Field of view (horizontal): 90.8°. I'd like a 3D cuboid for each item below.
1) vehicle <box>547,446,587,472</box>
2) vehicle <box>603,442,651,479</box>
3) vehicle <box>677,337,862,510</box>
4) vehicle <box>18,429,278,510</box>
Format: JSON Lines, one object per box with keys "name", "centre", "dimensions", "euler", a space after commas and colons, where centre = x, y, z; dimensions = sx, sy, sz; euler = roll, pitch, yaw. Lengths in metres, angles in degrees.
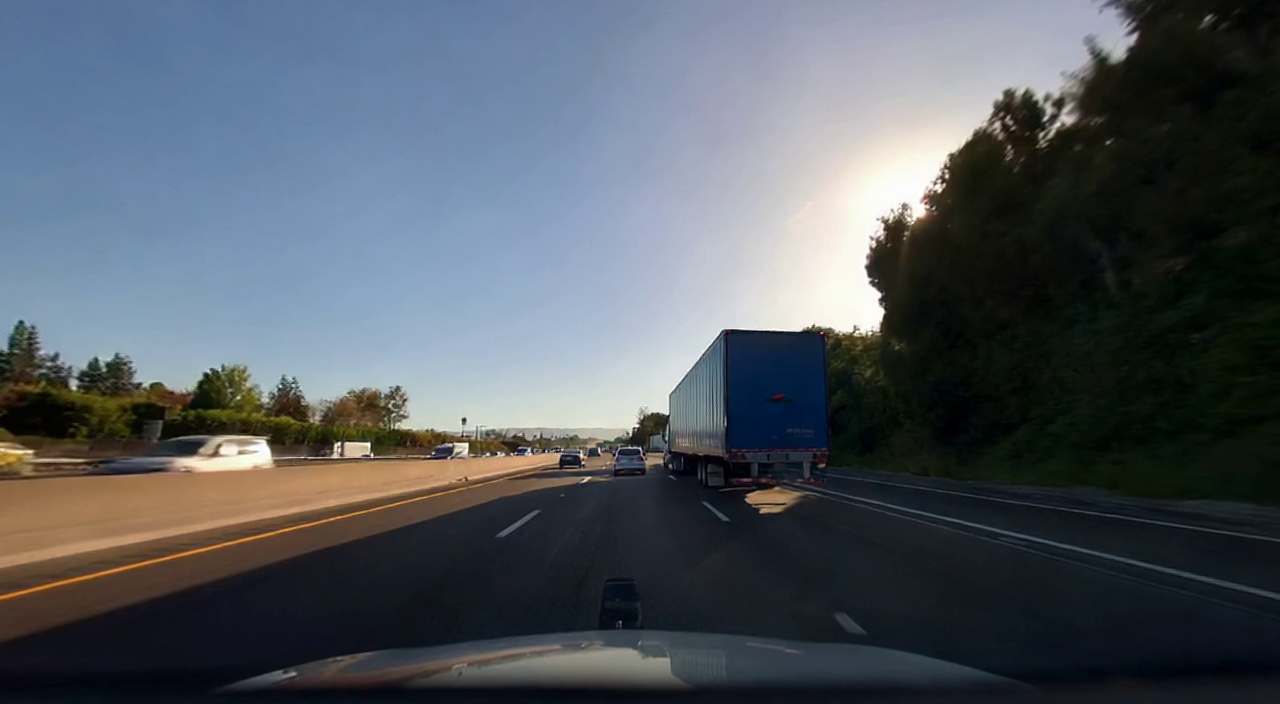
{"name": "vehicle", "centre": [-4.478, 6.664, 39.501], "dimensions": [1.995, 1.491, 4.317], "euler": [0, -9, 0]}
{"name": "vehicle", "centre": [-0.616, 5.273, 30.950], "dimensions": [2.191, 1.685, 4.015], "euler": [0, -9, -1]}
{"name": "vehicle", "centre": [3.537, 2.888, 23.115], "dimensions": [2.996, 4.123, 15.965], "euler": [0, -9, -2]}
{"name": "vehicle", "centre": [-11.006, 2.648, 14.652], "dimensions": [1.983, 1.565, 4.367], "euler": [-2, -9, 13]}
